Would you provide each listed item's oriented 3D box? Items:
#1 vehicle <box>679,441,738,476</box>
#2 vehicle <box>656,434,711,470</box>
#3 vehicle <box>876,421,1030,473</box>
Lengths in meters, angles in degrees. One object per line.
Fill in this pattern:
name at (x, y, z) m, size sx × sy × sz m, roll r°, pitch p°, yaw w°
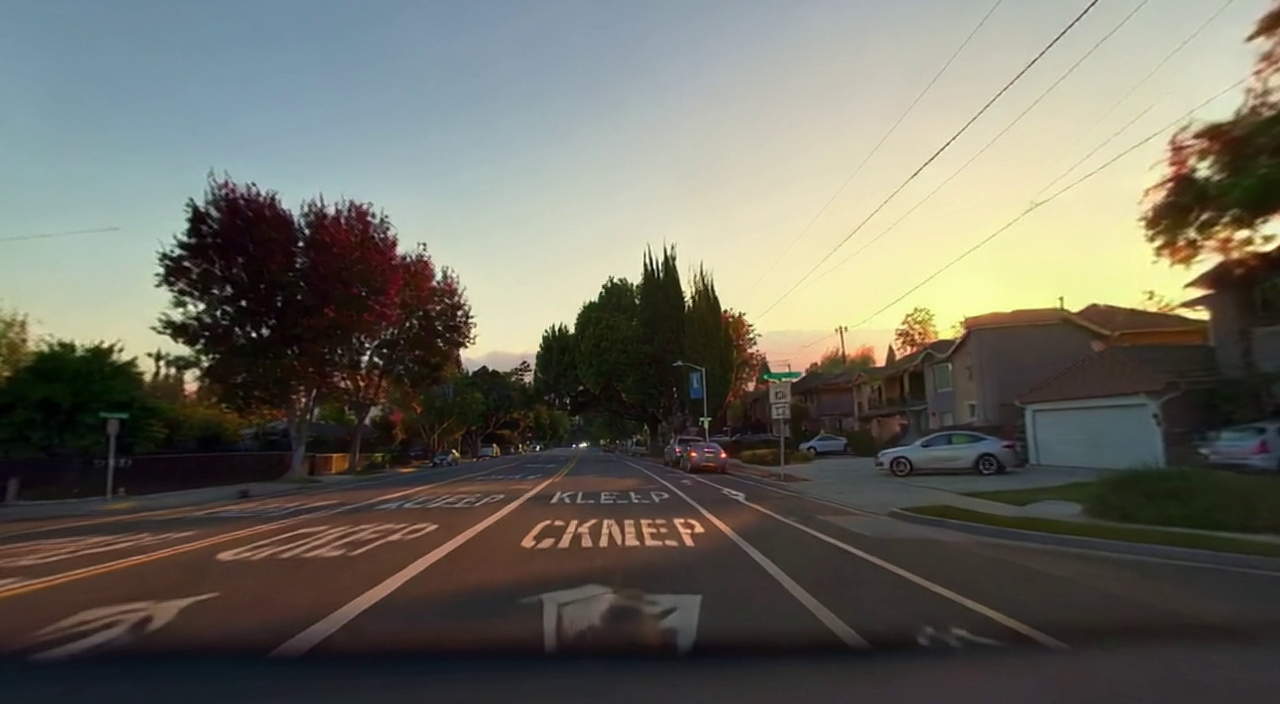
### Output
vehicle at (3.093, 4.936, 29.520) m, size 1.919 × 1.474 × 4.370 m, roll 0°, pitch -8°, yaw -5°
vehicle at (2.368, 5.664, 36.134) m, size 2.293 × 1.858 × 5.868 m, roll 0°, pitch -8°, yaw -4°
vehicle at (10.869, 3.323, 22.084) m, size 4.492 × 1.619 × 1.849 m, roll -6°, pitch -10°, yaw 35°
